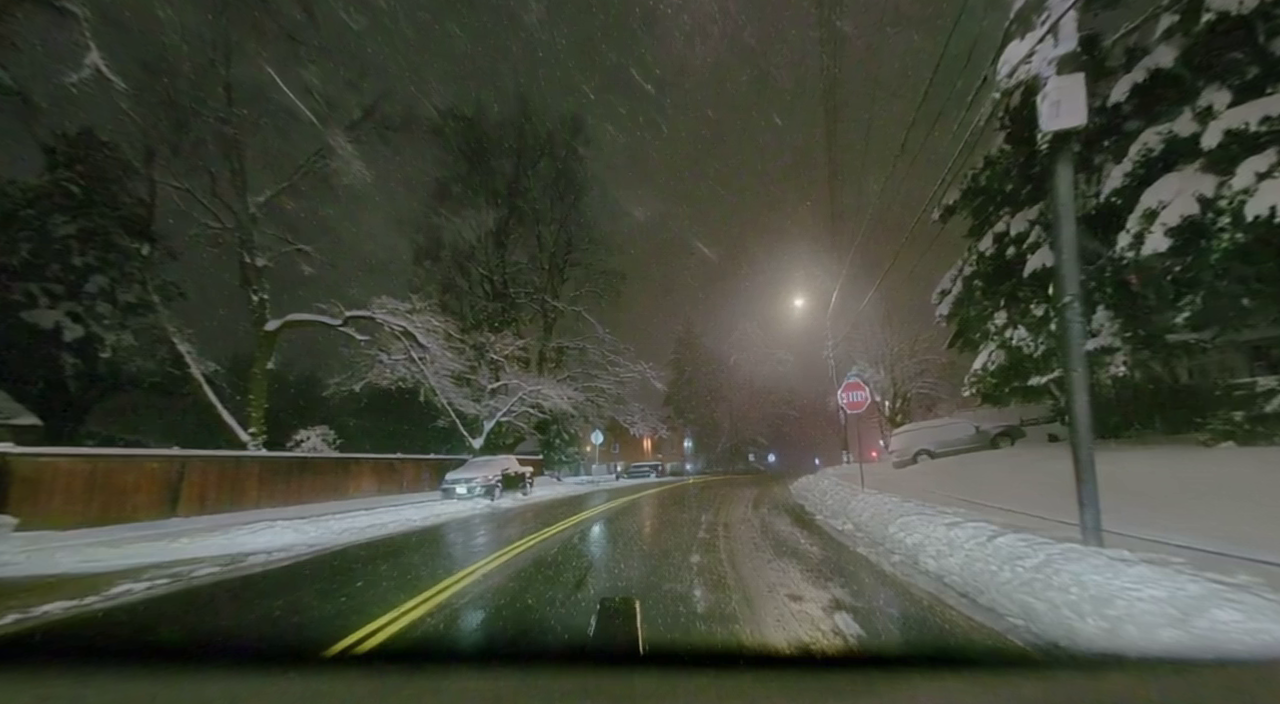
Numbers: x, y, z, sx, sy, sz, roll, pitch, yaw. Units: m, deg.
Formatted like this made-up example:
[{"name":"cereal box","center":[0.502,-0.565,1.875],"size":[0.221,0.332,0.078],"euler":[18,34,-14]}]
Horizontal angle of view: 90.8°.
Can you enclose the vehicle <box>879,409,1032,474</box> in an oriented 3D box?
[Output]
[{"name":"vehicle","center":[12.192,3.537,24.722],"size":[4.740,1.638,2.018],"euler":[-5,-25,4]}]

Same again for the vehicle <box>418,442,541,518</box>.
[{"name":"vehicle","center":[-4.777,4.086,19.576],"size":[1.963,1.539,4.210],"euler":[-4,-22,11]}]
